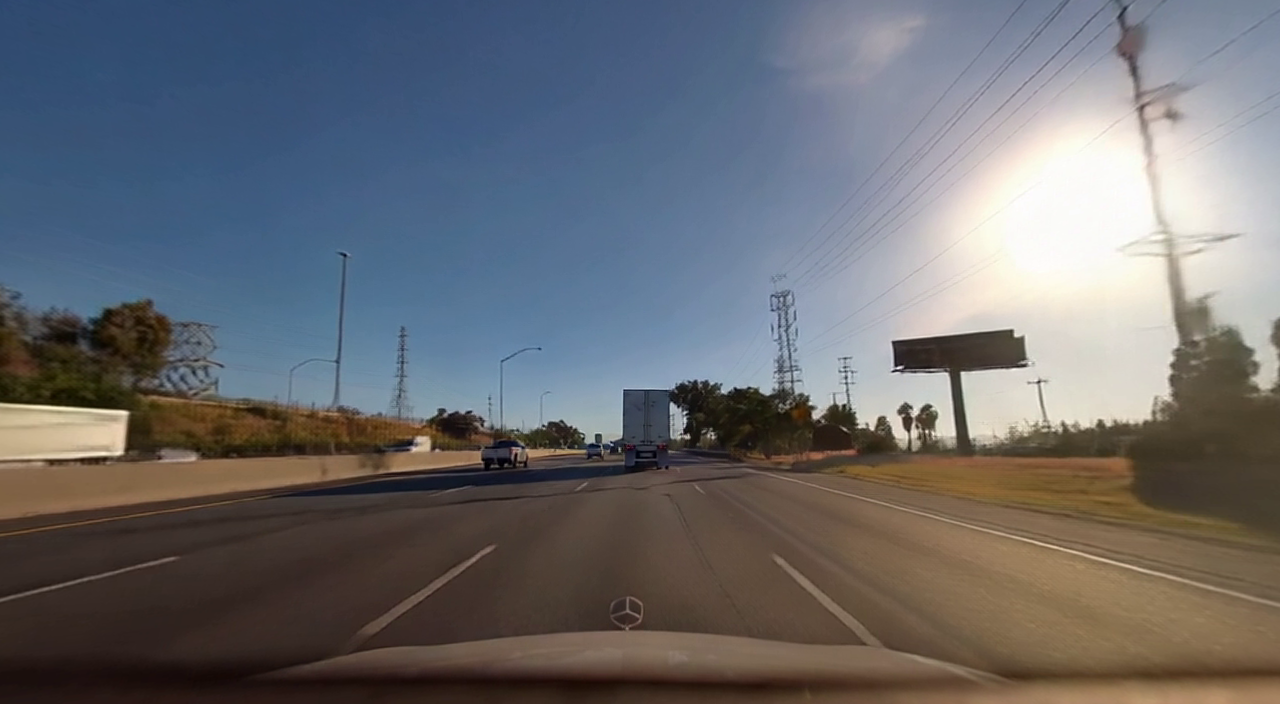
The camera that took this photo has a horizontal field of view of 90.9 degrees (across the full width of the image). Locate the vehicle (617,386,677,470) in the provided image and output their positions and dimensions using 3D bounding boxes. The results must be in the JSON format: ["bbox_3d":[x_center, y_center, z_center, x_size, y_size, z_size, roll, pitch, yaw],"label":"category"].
[{"bbox_3d":[0.580,4.482,35.994,2.879,4.027,11.243,-1,-8,2],"label":"vehicle"}]

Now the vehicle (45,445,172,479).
[{"bbox_3d":[-25.387,5.228,30.377,1.898,1.513,4.775,0,-8,1],"label":"vehicle"}]

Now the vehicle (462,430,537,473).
[{"bbox_3d":[-6.871,4.939,31.603,2.263,1.936,5.802,0,-8,1],"label":"vehicle"}]
